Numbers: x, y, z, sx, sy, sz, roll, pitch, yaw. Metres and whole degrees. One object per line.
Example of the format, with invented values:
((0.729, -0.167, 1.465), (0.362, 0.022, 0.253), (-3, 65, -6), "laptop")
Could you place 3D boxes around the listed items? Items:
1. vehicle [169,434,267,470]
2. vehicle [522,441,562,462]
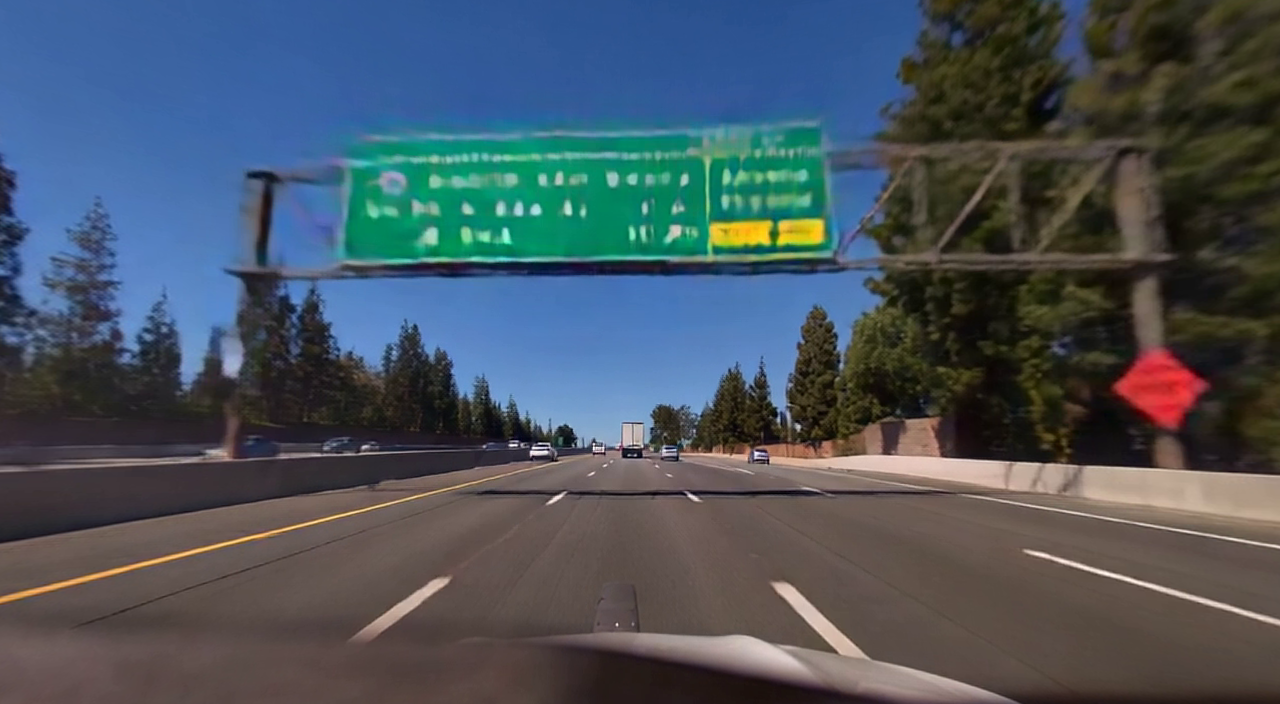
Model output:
((-19.231, 4.561, 28.987), (1.822, 1.496, 3.822), (0, -8, 0), "vehicle")
((-7.282, 7.449, 47.405), (2.117, 1.518, 4.930), (0, -8, 1), "vehicle")
